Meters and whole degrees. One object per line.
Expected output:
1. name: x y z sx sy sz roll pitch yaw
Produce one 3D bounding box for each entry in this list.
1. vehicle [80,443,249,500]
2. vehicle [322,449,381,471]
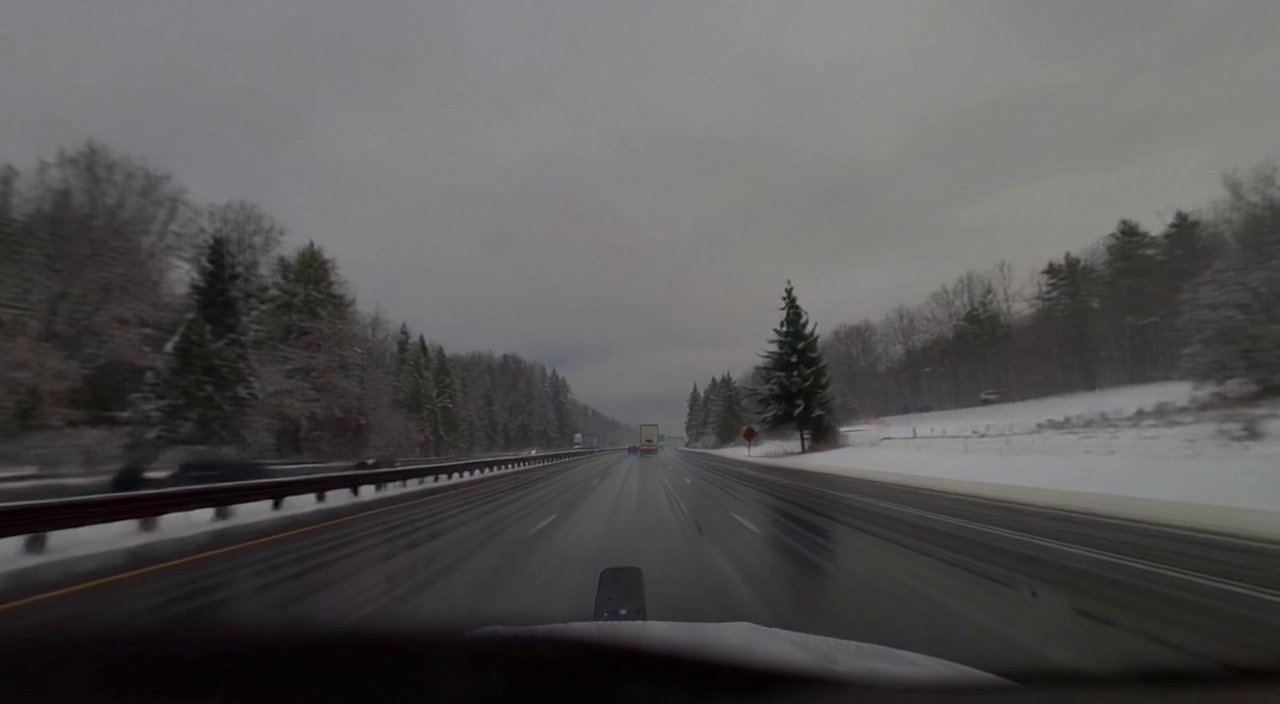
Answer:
1. vehicle: -15.596 3.921 21.085 2.012 1.658 4.590 0 -9 0
2. vehicle: -19.391 7.260 42.565 1.946 1.434 4.168 0 -9 1
